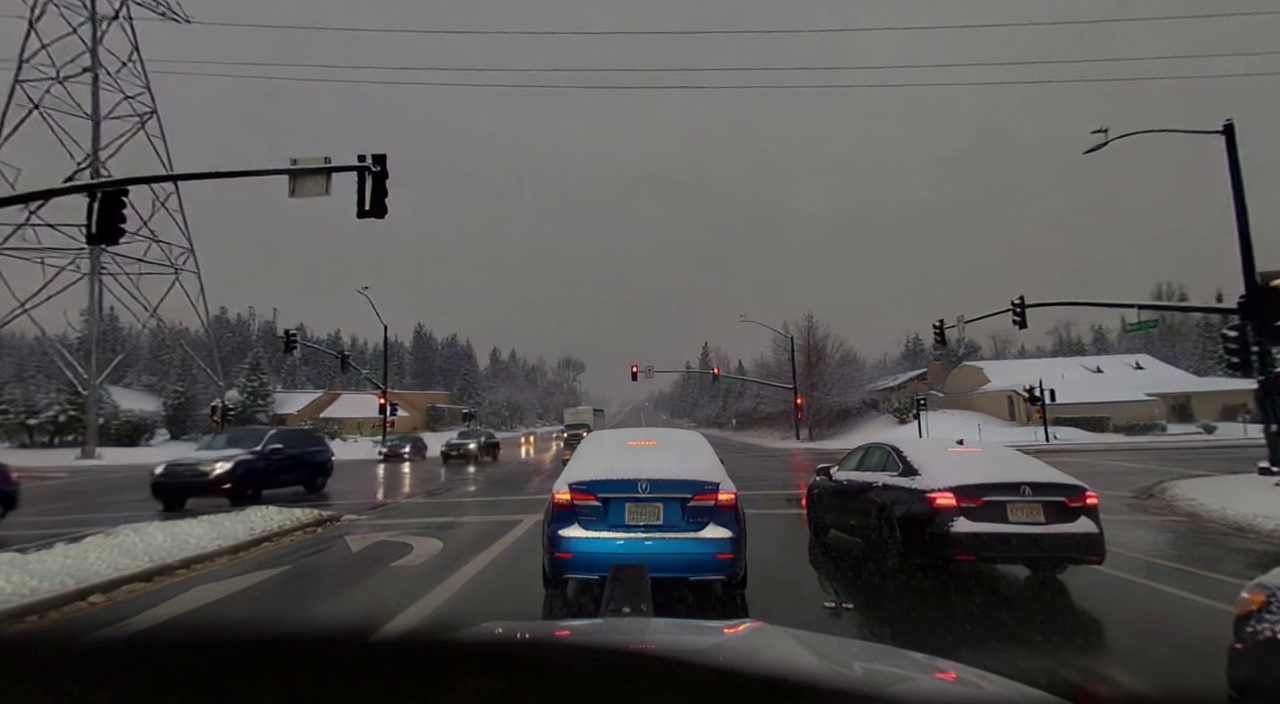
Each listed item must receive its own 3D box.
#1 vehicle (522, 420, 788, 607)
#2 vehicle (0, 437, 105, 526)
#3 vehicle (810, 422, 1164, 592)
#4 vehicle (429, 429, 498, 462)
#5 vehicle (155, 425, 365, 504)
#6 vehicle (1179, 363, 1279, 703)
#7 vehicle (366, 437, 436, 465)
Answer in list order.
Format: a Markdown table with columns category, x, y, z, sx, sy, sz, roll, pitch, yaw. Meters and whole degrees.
| category | x | y | z | sx | sy | sz | roll | pitch | yaw |
| --- | --- | --- | --- | --- | --- | --- | --- | --- | --- |
| vehicle | 0.102 | 1.592 | 7.117 | 2.117 | 1.474 | 4.036 | 0 | -8 | 0 |
| vehicle | -13.625 | 2.560 | 12.434 | 1.939 | 1.727 | 4.695 | 0 | -8 | 0 |
| vehicle | 3.642 | 1.678 | 7.712 | 1.835 | 1.473 | 4.190 | 0 | -8 | -2 |
| vehicle | -9.792 | 5.270 | 35.472 | 2.239 | 1.719 | 4.948 | -1 | -8 | 3 |
| vehicle | -10.142 | 3.045 | 17.619 | 2.161 | 1.818 | 5.672 | -1 | -8 | 2 |
| vehicle | 3.402 | 0.584 | 0.616 | 1.926 | 1.614 | 4.330 | 0 | -8 | 1 |
| vehicle | -13.528 | 5.632 | 36.006 | 1.982 | 1.469 | 4.583 | -1 | -8 | 3 |
